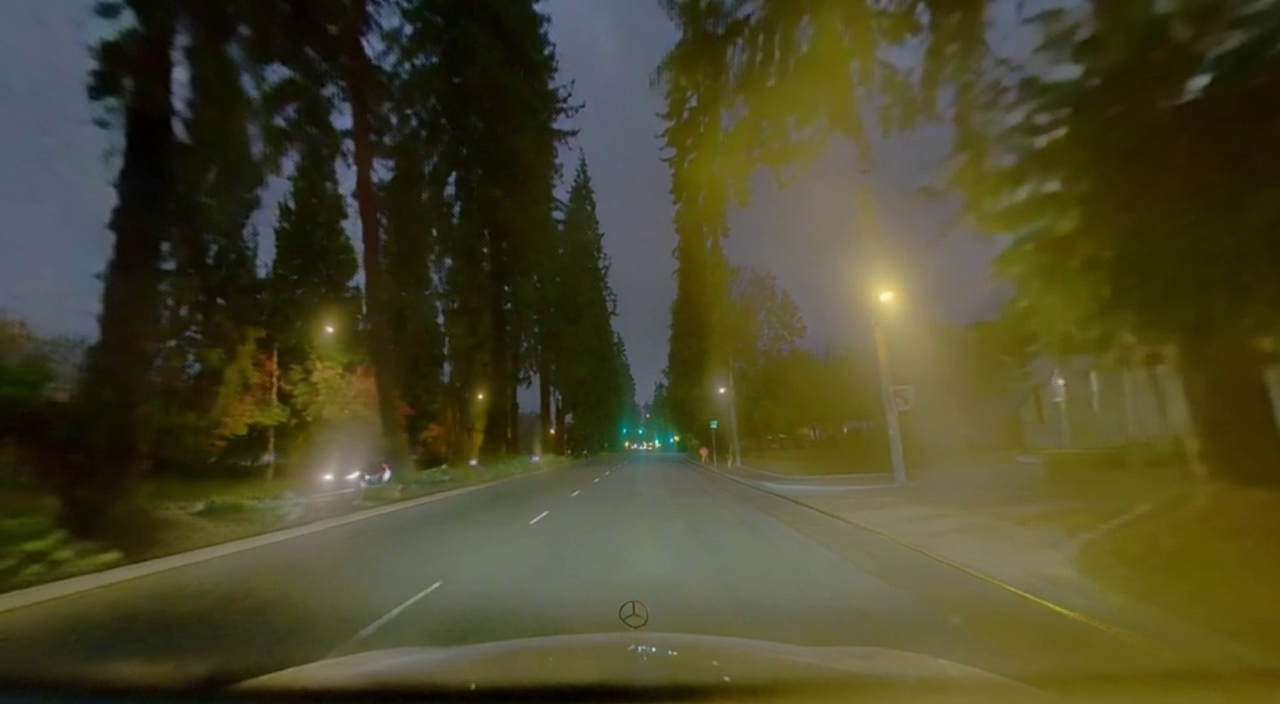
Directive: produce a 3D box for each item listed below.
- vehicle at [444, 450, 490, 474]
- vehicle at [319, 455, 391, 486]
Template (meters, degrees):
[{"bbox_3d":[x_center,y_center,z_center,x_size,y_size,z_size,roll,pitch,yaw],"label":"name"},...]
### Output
[{"bbox_3d":[-12.641,8.084,46.386,2.193,1.628,4.560,0,-9,-1],"label":"vehicle"},{"bbox_3d":[-15.480,6.445,34.528,1.942,1.481,4.412,0,-9,-1],"label":"vehicle"}]
